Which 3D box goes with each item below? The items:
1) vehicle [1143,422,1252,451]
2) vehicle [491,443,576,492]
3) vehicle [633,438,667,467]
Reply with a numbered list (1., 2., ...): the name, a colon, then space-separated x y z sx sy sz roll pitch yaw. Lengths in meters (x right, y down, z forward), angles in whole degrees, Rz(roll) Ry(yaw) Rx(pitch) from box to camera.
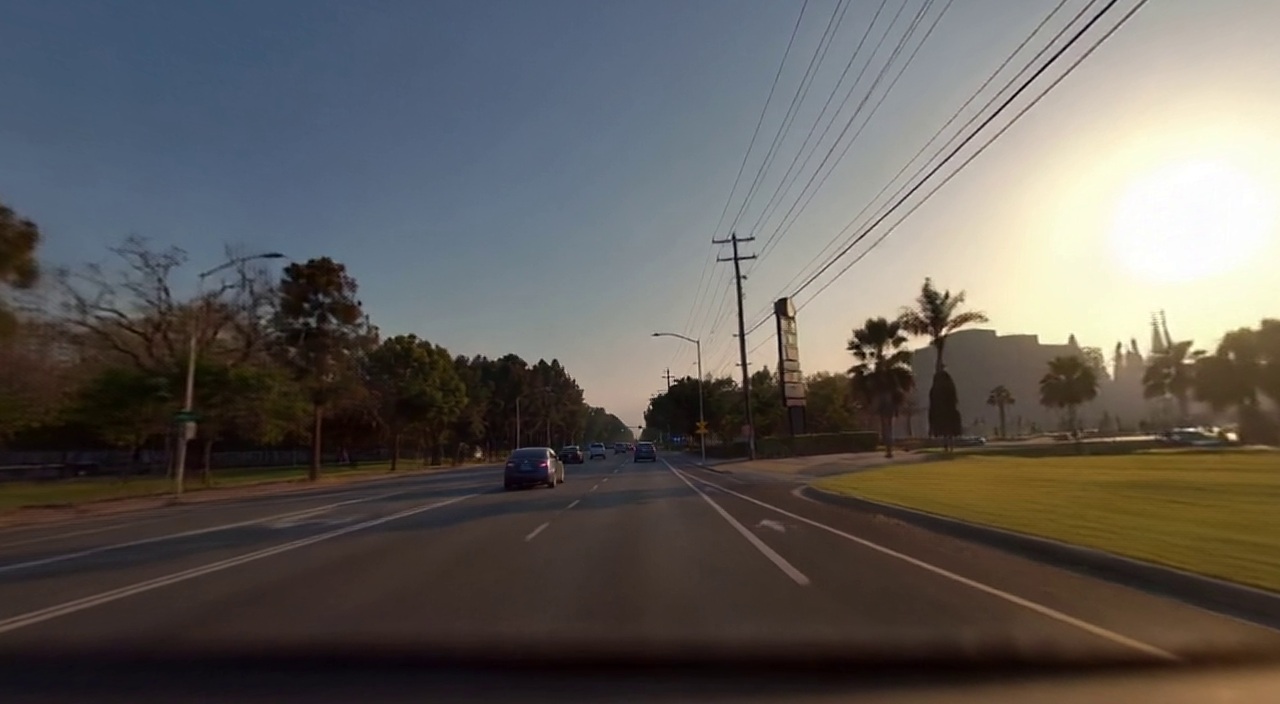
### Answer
1. vehicle: 32.067 4.937 36.484 1.806 1.552 4.740 0 -9 -3
2. vehicle: -3.404 3.783 20.956 1.982 1.451 4.152 -1 -9 2
3. vehicle: 0.637 6.648 41.639 2.155 1.781 3.977 0 -9 0
